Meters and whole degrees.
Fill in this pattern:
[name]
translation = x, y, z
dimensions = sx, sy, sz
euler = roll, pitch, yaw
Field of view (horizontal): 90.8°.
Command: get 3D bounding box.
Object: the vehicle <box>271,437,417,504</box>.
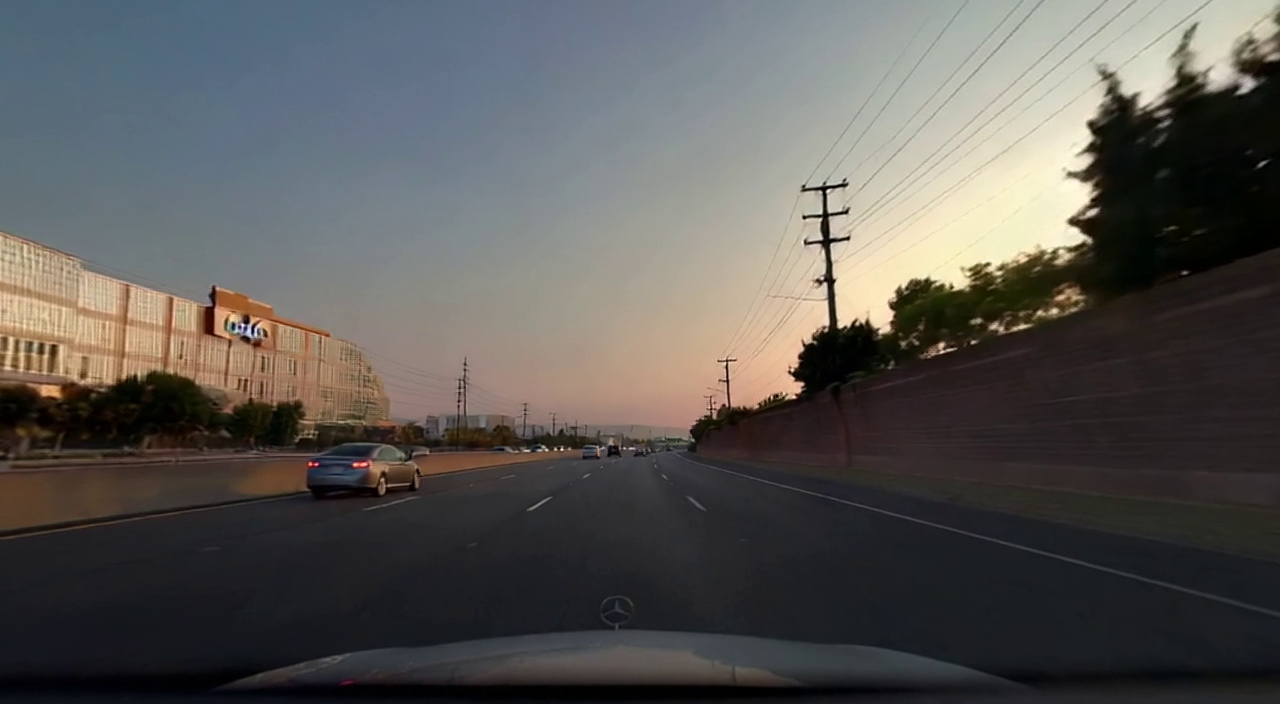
[vehicle]
translation = -7.733, 3.101, 16.987
dimensions = 2.013, 1.574, 3.923
euler = 0, -8, 0
